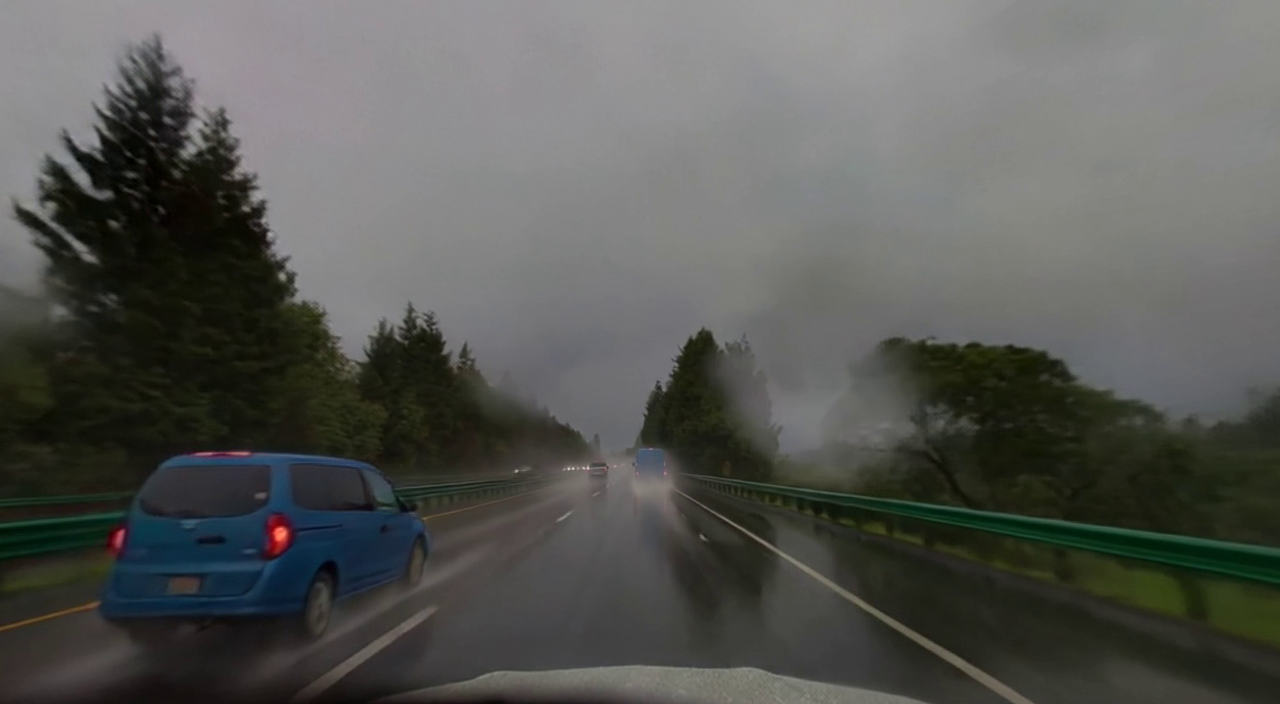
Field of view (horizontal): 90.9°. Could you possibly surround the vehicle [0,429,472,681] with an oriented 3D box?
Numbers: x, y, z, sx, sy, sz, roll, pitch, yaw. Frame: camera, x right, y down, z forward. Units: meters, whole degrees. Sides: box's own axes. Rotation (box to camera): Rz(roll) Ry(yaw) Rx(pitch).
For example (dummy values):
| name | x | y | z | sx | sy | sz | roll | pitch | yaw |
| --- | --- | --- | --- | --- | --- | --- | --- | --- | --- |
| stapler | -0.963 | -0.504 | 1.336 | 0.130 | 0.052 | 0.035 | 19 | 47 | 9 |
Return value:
| name | x | y | z | sx | sy | sz | roll | pitch | yaw |
| --- | --- | --- | --- | --- | --- | --- | --- | --- | --- |
| vehicle | -3.269 | 1.643 | 6.095 | 2.038 | 1.490 | 4.391 | 1 | -11 | 0 |
